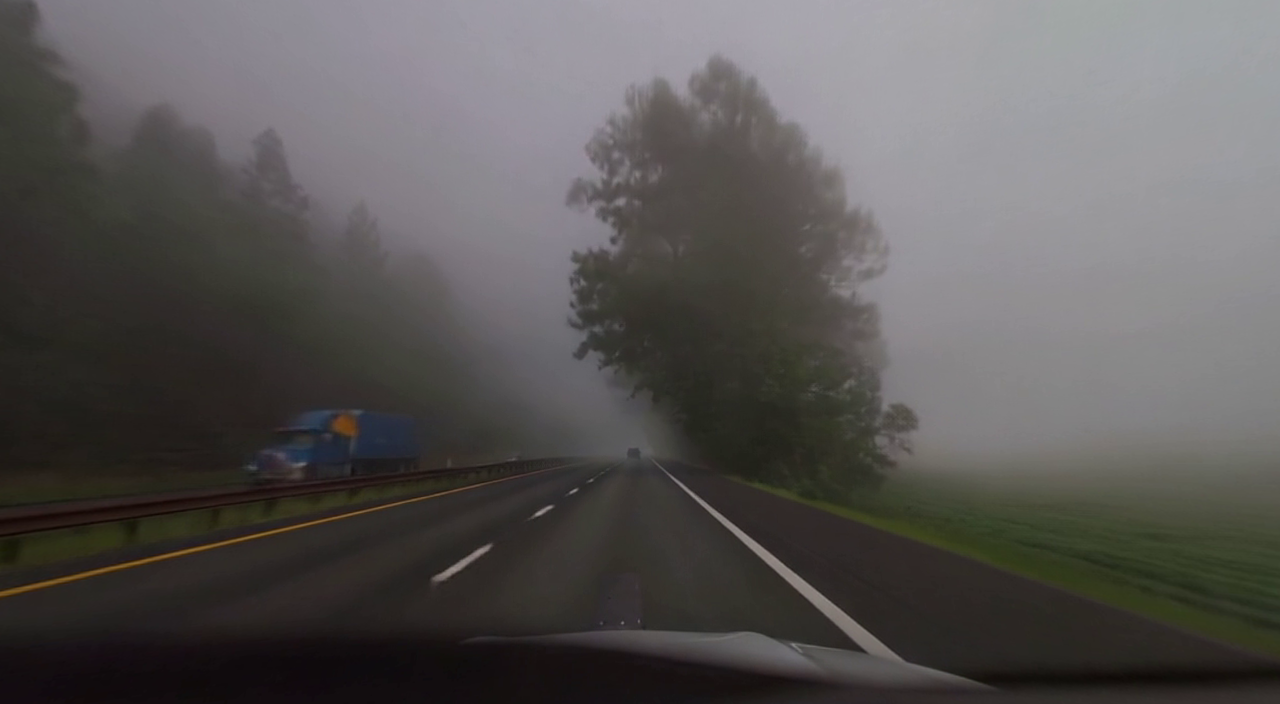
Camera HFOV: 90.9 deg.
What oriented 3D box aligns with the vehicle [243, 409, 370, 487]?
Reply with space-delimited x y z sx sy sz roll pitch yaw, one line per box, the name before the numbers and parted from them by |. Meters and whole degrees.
vehicle | -17.742 5.220 34.202 3.015 3.770 6.831 0 -9 0
